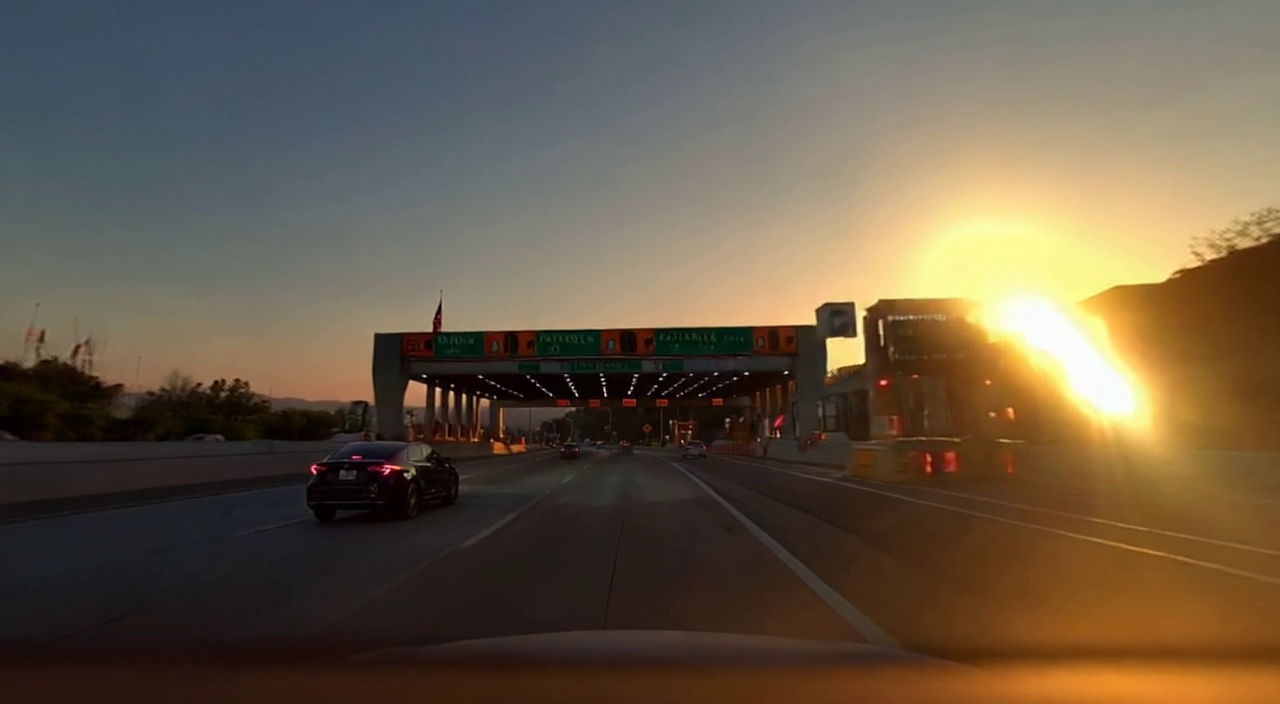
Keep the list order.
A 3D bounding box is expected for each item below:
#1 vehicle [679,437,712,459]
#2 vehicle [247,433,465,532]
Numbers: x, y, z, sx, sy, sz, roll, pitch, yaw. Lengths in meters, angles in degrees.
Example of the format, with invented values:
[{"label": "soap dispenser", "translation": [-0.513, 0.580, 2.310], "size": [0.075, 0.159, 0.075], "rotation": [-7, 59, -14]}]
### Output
[{"label": "vehicle", "translation": [4.244, 7.488, 49.236], "size": [2.072, 1.639, 4.919], "rotation": [0, -8, -1]}, {"label": "vehicle", "translation": [-4.860, 2.270, 11.676], "size": [1.981, 1.465, 4.334], "rotation": [0, -8, 0]}]
